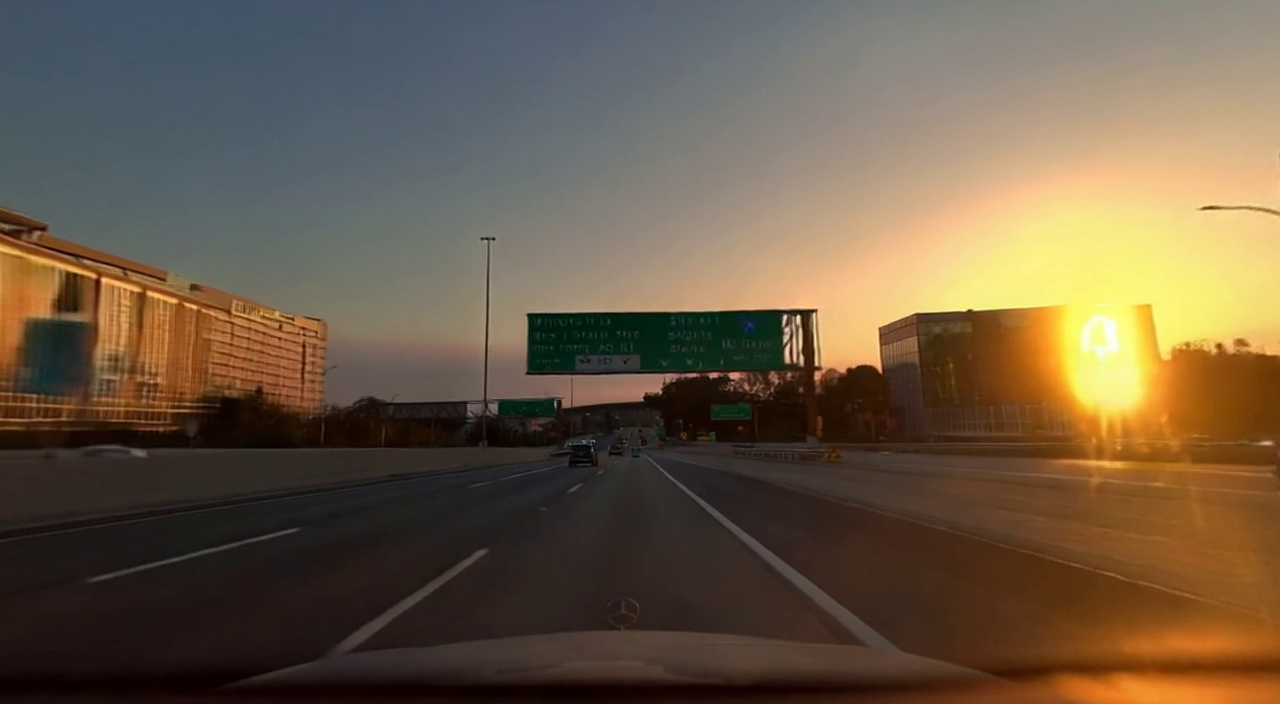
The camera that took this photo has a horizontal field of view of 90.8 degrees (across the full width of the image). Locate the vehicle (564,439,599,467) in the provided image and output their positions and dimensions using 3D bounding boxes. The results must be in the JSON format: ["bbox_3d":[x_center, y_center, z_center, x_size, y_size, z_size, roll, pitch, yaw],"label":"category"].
[{"bbox_3d":[-3.966,6.897,43.200,2.047,1.786,4.217,0,-8,-1],"label":"vehicle"}]
